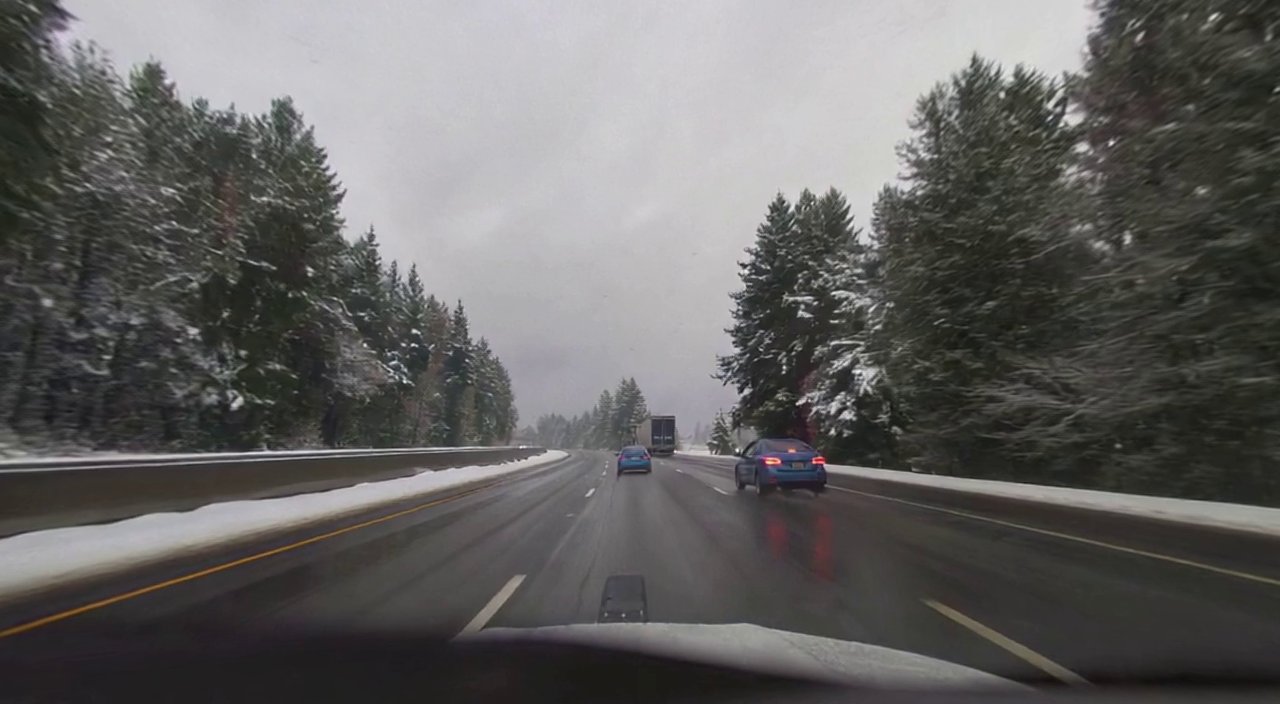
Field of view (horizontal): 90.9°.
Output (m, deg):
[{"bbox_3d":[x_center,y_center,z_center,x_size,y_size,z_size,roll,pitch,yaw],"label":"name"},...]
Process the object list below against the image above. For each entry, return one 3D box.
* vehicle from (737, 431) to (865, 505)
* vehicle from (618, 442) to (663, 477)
[{"bbox_3d":[3.906,2.918,16.249,1.977,1.599,4.605,0,-9,-1],"label":"vehicle"},{"bbox_3d":[-0.035,4.825,28.387,1.913,1.460,3.610,0,-9,-1],"label":"vehicle"}]
